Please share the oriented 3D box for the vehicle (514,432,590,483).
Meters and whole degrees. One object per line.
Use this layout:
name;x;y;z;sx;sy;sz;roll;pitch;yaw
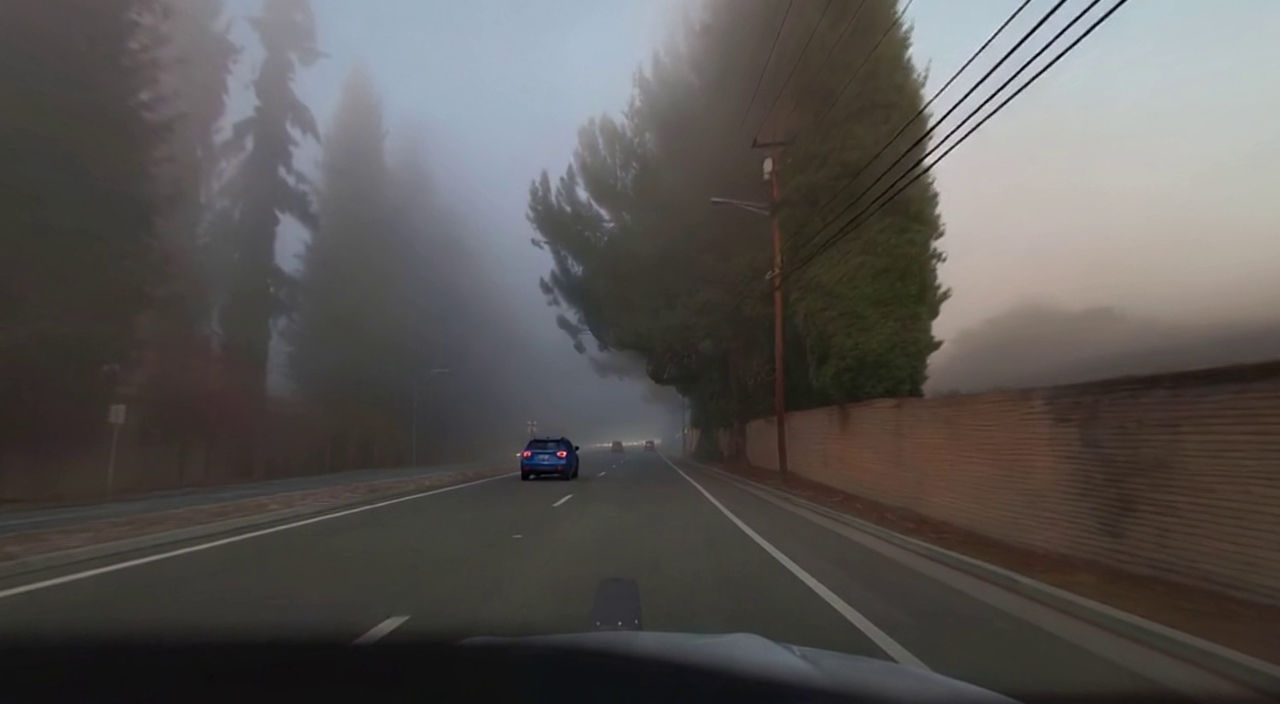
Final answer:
vehicle;-3.233;4.000;24.109;2.147;1.730;4.555;0;-8;1
